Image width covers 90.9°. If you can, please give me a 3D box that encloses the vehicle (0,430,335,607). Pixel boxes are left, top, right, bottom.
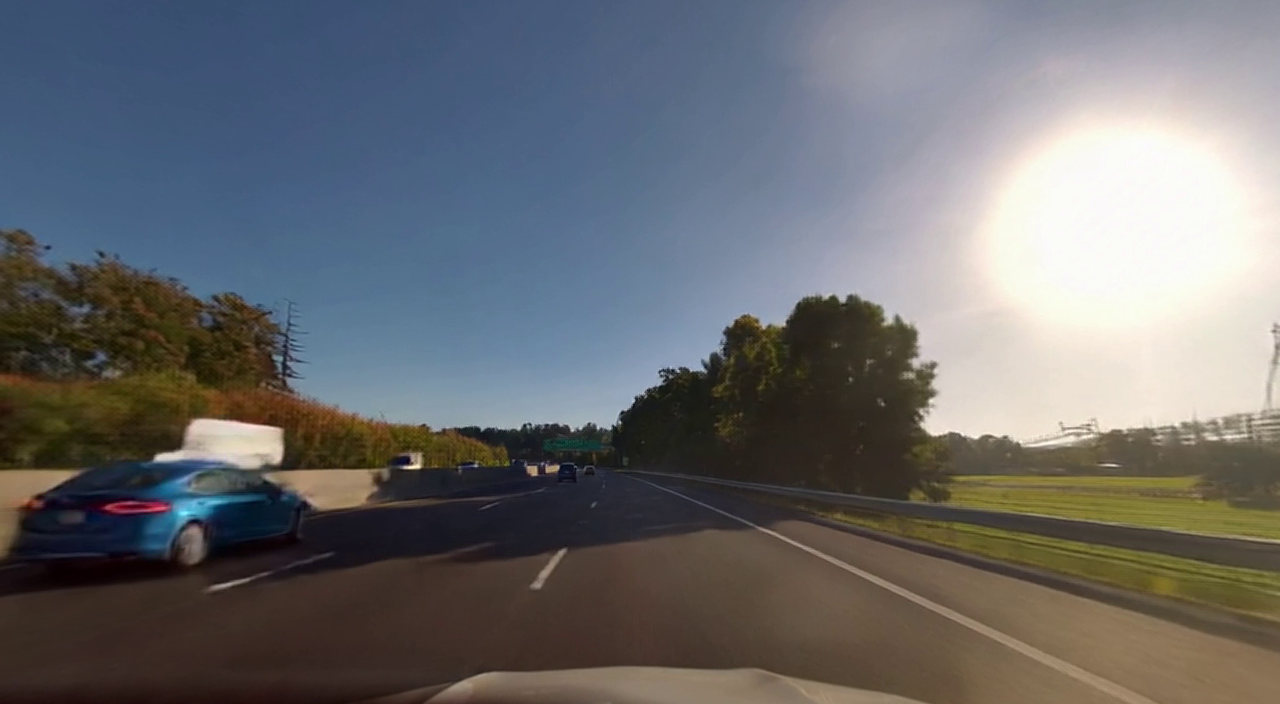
[{"bbox_3d":[-6.284,2.027,8.449,2.194,1.704,4.421,1,-10,-1],"label":"vehicle"}]
